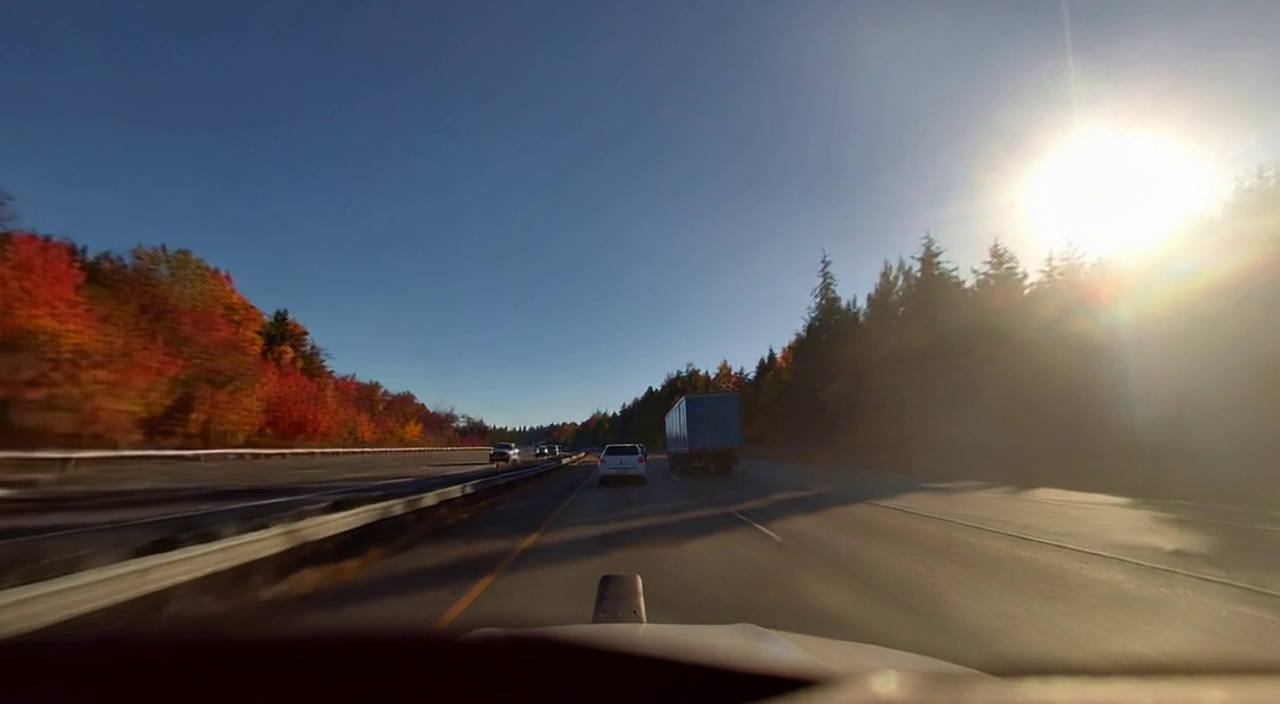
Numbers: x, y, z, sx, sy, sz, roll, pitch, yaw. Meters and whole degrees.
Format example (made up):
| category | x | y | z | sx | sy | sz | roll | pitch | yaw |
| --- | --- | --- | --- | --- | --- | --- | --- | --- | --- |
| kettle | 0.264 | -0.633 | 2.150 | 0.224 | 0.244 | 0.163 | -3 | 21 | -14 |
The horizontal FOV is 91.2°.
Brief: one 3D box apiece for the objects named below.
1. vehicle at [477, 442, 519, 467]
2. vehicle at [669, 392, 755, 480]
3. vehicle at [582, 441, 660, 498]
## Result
| category | x | y | z | sx | sy | sz | roll | pitch | yaw |
| --- | --- | --- | --- | --- | --- | --- | --- | --- | --- |
| vehicle | -9.611 | 6.983 | 42.802 | 1.920 | 1.541 | 4.248 | 0 | -9 | -1 |
| vehicle | 3.612 | 4.963 | 35.795 | 2.900 | 4.013 | 14.455 | 0 | -9 | -1 |
| vehicle | -0.557 | 3.488 | 18.969 | 2.099 | 1.506 | 4.097 | 0 | -9 | -1 |
